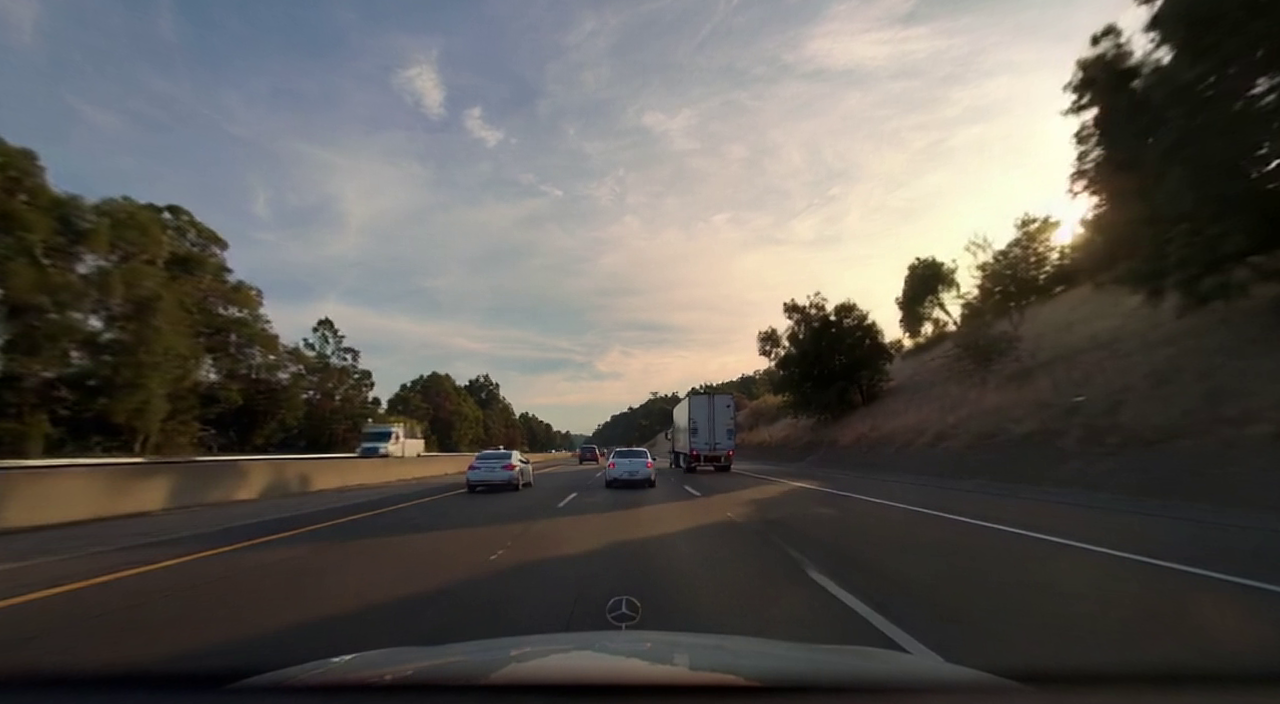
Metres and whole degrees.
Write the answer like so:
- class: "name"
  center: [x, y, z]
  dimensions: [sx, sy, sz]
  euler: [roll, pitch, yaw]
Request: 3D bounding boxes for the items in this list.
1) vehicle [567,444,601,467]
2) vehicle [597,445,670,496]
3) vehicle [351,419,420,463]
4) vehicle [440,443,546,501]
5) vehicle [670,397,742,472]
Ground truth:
- class: "vehicle"
  center: [-4.294, 7.984, 48.799]
  dimensions: [2.232, 1.688, 4.844]
  euler: [0, -9, -1]
- class: "vehicle"
  center: [-0.221, 3.584, 19.448]
  dimensions: [2.023, 1.400, 4.028]
  euler: [0, -9, -1]
- class: "vehicle"
  center: [-16.884, 6.011, 42.219]
  dimensions: [2.204, 2.696, 5.896]
  euler: [0, -9, -1]
- class: "vehicle"
  center: [-4.085, 3.402, 18.333]
  dimensions: [2.017, 1.460, 4.382]
  euler: [0, -9, 0]
- class: "vehicle"
  center: [3.939, 5.624, 41.737]
  dimensions: [2.905, 4.109, 14.332]
  euler: [0, -9, -1]
